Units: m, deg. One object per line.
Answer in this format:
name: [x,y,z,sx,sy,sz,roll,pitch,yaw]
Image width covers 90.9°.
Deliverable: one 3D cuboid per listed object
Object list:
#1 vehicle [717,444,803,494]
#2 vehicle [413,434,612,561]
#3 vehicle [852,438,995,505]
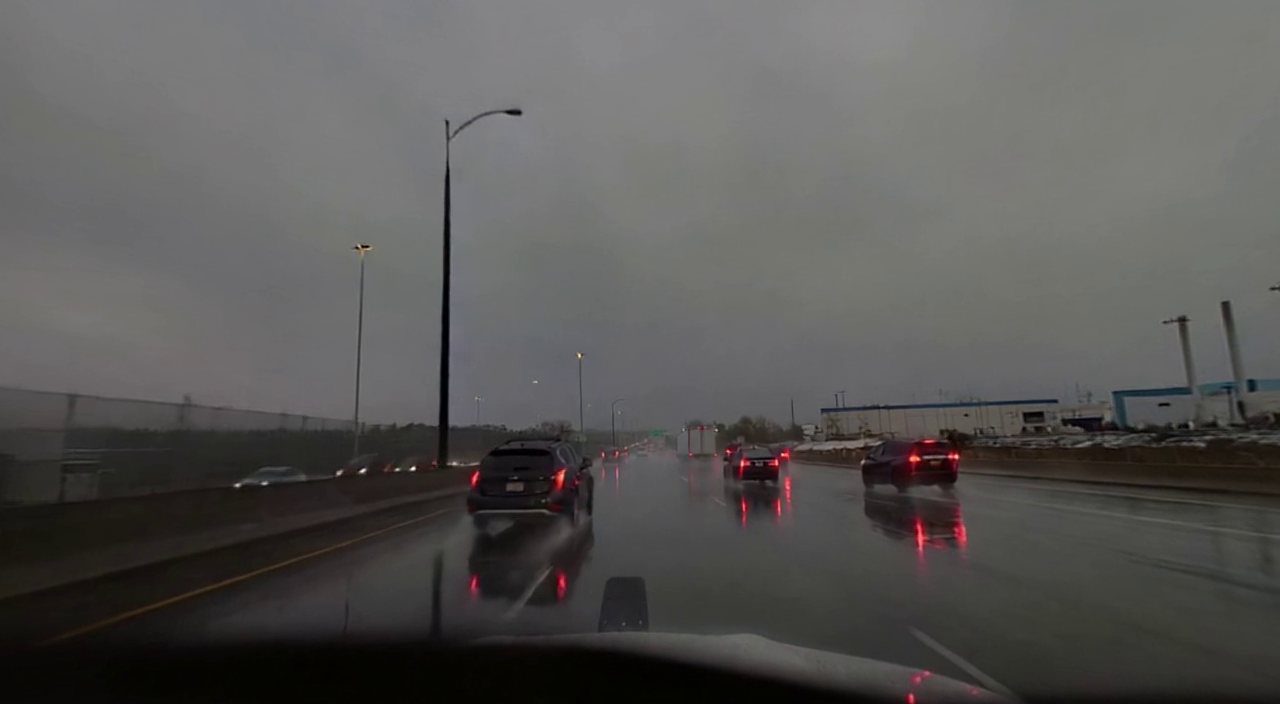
vehicle: [3.829,3.782,20.902,1.942,1.453,4.329,0,-8,-1]
vehicle: [-1.704,2.174,10.349,2.067,1.555,4.851,-1,-8,2]
vehicle: [7.281,3.080,16.707,1.860,1.520,3.961,0,-8,-1]
